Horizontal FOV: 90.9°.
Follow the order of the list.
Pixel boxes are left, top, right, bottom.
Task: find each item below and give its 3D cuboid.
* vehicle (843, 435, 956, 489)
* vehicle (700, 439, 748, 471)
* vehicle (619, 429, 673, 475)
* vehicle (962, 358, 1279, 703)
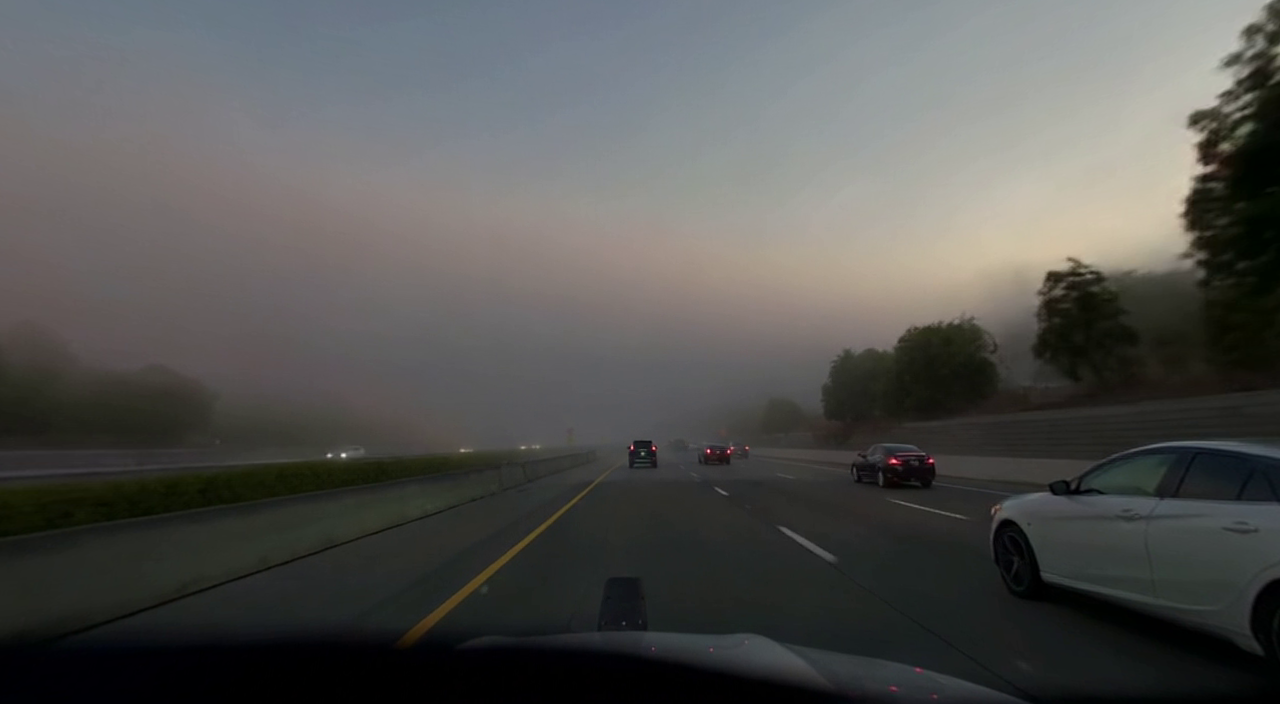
[{"bbox_3d":[8.087,3.459,20.146,1.810,1.516,4.183,0,-8,0],"label":"vehicle"},{"bbox_3d":[4.204,5.190,32.104,1.825,1.487,4.034,0,-8,-1],"label":"vehicle"},{"bbox_3d":[0.224,4.335,27.562,2.189,1.852,4.038,0,-8,0],"label":"vehicle"},{"bbox_3d":[3.734,0.916,3.085,2.003,1.661,4.418,-1,-8,1],"label":"vehicle"}]
